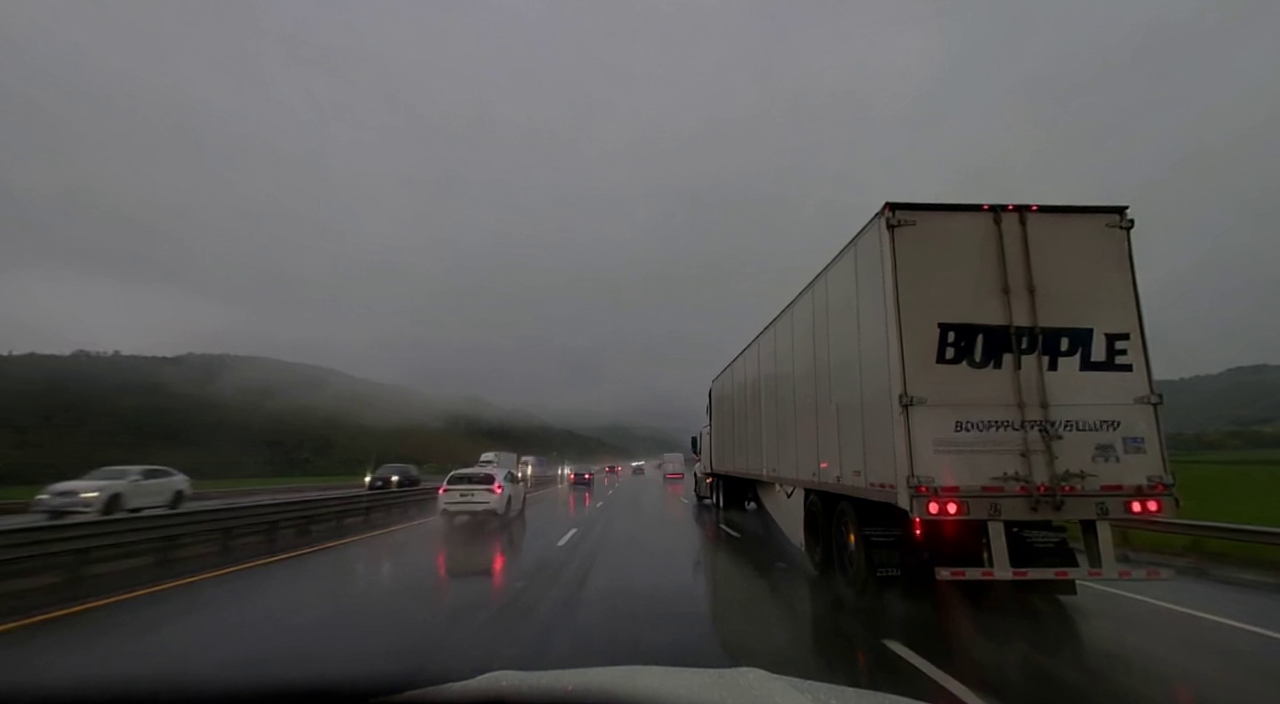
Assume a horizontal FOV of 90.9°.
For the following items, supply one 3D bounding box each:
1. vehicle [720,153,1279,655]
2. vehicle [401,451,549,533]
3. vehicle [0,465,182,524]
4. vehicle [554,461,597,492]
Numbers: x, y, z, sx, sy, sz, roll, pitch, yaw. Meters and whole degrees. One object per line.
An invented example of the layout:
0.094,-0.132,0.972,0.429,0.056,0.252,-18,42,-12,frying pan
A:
3.896,1.573,12.030,2.839,4.062,14.051,1,-11,0,vehicle
-3.606,3.215,14.881,2.088,1.566,4.853,1,-11,1,vehicle
-15.581,4.034,18.188,1.748,1.484,3.887,1,-11,0,vehicle
-3.784,7.385,37.484,2.063,1.671,4.197,1,-11,0,vehicle
